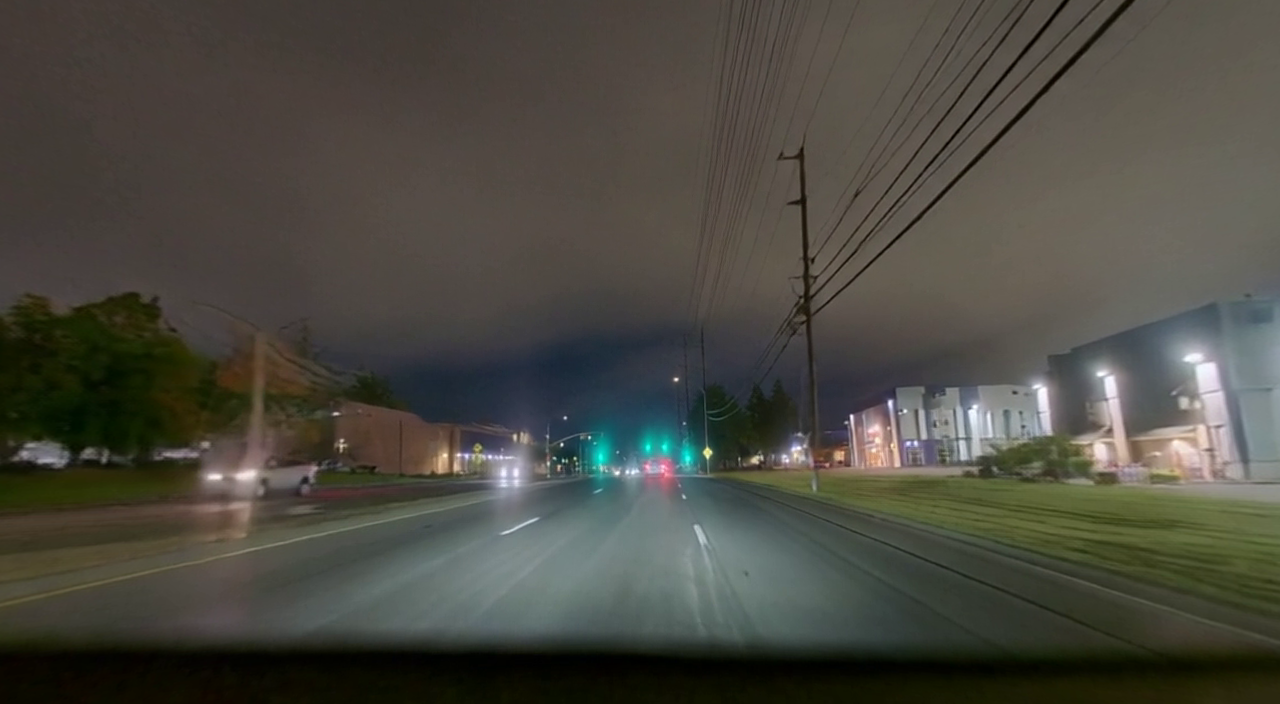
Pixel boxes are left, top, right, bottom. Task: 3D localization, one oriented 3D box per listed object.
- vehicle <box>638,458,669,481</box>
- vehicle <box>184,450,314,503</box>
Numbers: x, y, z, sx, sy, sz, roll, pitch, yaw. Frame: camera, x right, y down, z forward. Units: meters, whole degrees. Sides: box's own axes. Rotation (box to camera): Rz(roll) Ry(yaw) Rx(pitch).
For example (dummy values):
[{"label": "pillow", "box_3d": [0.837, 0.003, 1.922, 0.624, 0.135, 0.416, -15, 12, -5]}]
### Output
[{"label": "vehicle", "box_3d": [1.012, 8.420, 45.273, 2.114, 1.492, 4.453, 0, -9, 2]}, {"label": "vehicle", "box_3d": [-14.082, 4.469, 23.004, 1.942, 1.710, 4.167, -1, -9, 2]}]
